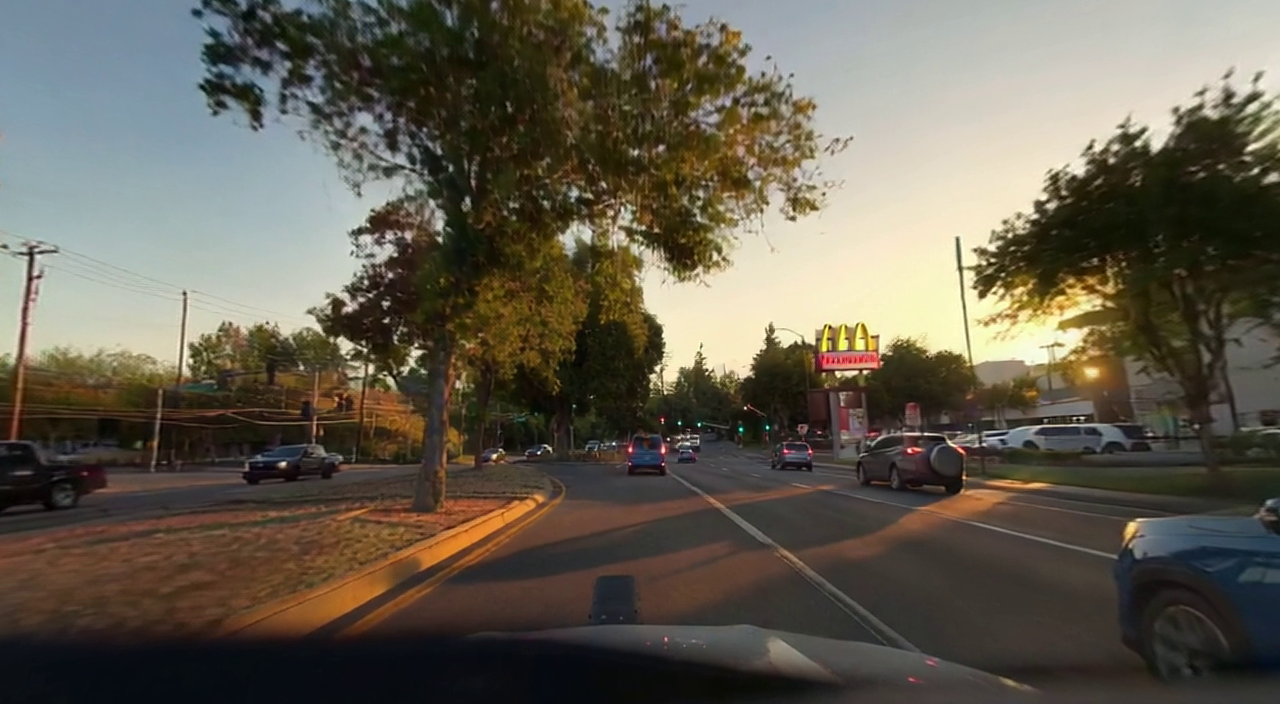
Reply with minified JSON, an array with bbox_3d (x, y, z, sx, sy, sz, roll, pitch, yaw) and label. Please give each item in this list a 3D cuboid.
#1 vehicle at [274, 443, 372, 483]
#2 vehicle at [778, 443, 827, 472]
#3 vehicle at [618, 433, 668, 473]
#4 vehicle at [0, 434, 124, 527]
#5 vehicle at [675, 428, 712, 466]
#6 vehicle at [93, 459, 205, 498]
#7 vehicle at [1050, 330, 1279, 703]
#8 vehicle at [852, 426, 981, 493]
[{"bbox_3d":[-14.450,5.084,29.142,2.136,1.676,4.371,-1,-9,2],"label":"vehicle"},{"bbox_3d":[9.129,5.938,35.863,1.879,1.517,4.006,-1,-9,2],"label":"vehicle"},{"bbox_3d":[0.119,5.261,32.993,2.402,1.938,4.535,0,-9,-1],"label":"vehicle"},{"bbox_3d":[-13.943,2.652,13.103,2.159,1.836,5.038,0,-9,0],"label":"vehicle"},{"bbox_3d":[3.815,6.844,45.648,2.239,2.586,4.586,0,-8,0],"label":"vehicle"},{"bbox_3d":[-21.836,5.600,28.285,1.879,1.520,3.830,0,-9,0],"label":"vehicle"},{"bbox_3d":[3.503,0.637,1.488,2.076,1.716,4.416,0,-9,0],"label":"vehicle"},{"bbox_3d":[8.142,3.203,19.130,1.977,1.786,4.344,0,-9,1],"label":"vehicle"}]
